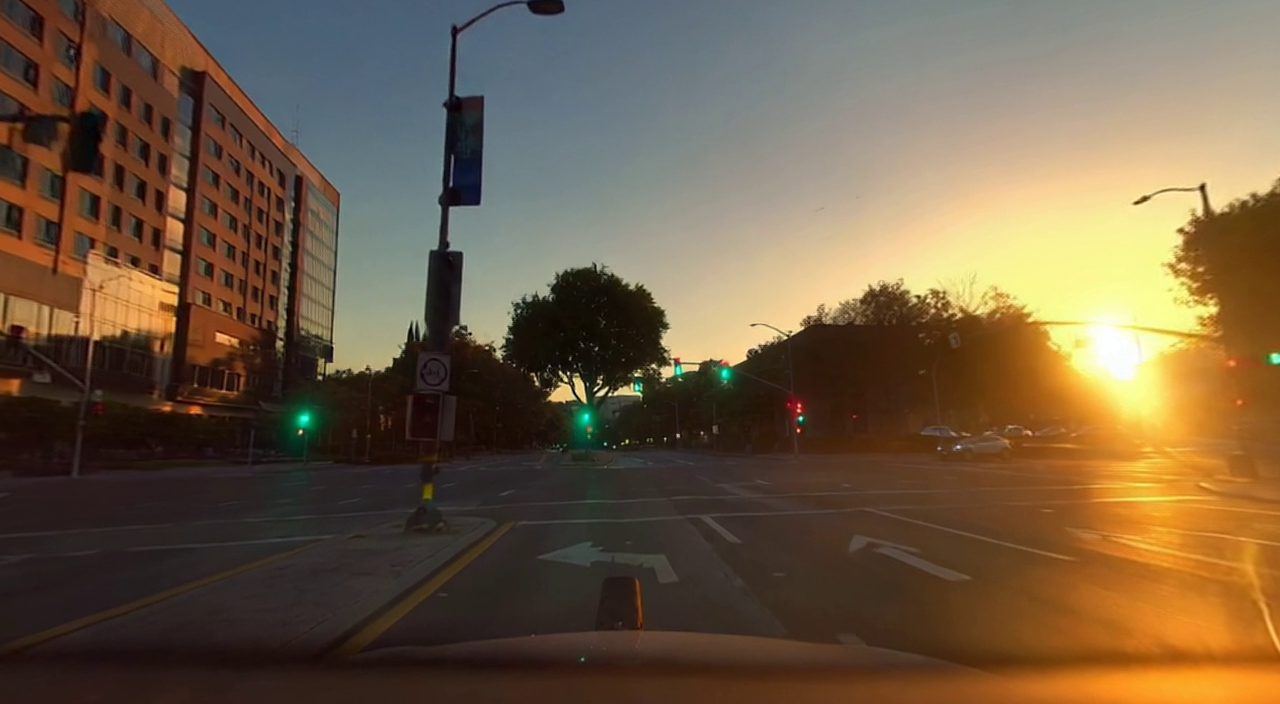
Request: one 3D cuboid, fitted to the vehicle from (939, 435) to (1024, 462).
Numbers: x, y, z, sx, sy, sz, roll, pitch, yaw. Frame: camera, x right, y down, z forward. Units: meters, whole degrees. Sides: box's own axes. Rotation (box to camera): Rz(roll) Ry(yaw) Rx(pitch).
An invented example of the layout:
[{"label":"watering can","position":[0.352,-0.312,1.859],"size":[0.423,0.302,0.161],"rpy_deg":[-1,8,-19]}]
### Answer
[{"label":"vehicle","position":[21.503,6.042,39.701],"size":[4.769,1.634,1.884],"rpy_deg":[3,-9,-19]}]
